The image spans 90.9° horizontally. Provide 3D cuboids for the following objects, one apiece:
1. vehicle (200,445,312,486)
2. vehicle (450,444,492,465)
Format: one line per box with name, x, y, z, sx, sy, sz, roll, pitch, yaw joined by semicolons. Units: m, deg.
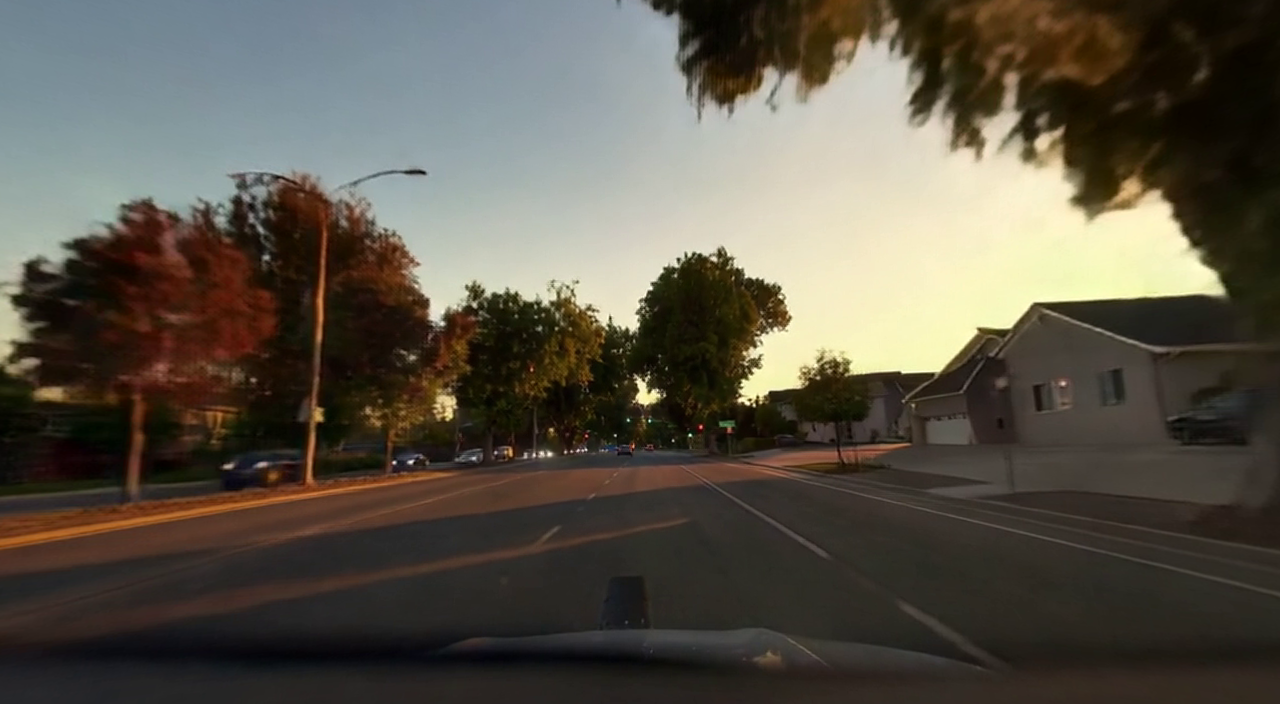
vehicle;-17.055;5.053;28.307;2.118;1.661;4.507;0;-9;1
vehicle;-12.923;7.821;48.355;1.994;1.518;4.072;0;-9;1
